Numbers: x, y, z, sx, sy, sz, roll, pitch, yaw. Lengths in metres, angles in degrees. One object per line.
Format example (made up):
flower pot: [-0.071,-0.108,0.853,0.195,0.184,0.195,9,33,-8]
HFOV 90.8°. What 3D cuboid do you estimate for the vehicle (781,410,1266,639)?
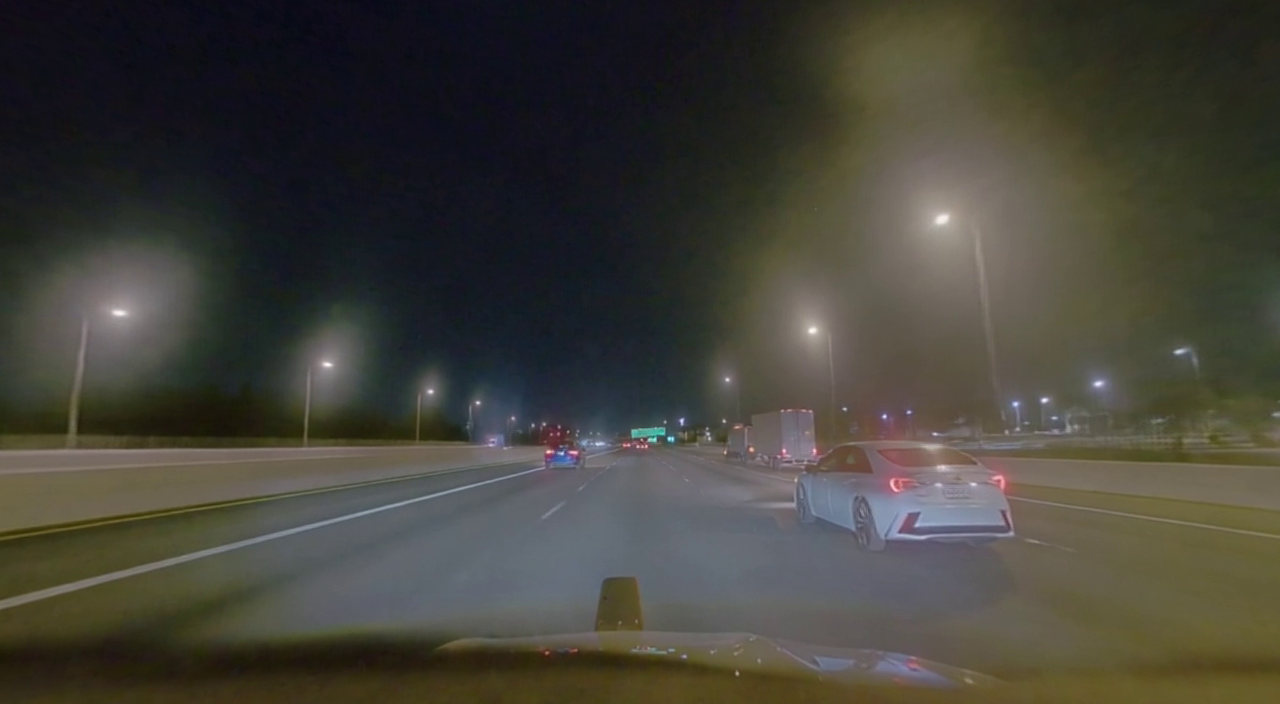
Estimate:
vehicle: [3.193,1.547,6.865,2.107,1.550,4.949,0,-8,-1]

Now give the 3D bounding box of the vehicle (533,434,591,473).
vehicle: [-3.718,4.952,30.911,2.193,1.746,4.512,0,-8,1]
